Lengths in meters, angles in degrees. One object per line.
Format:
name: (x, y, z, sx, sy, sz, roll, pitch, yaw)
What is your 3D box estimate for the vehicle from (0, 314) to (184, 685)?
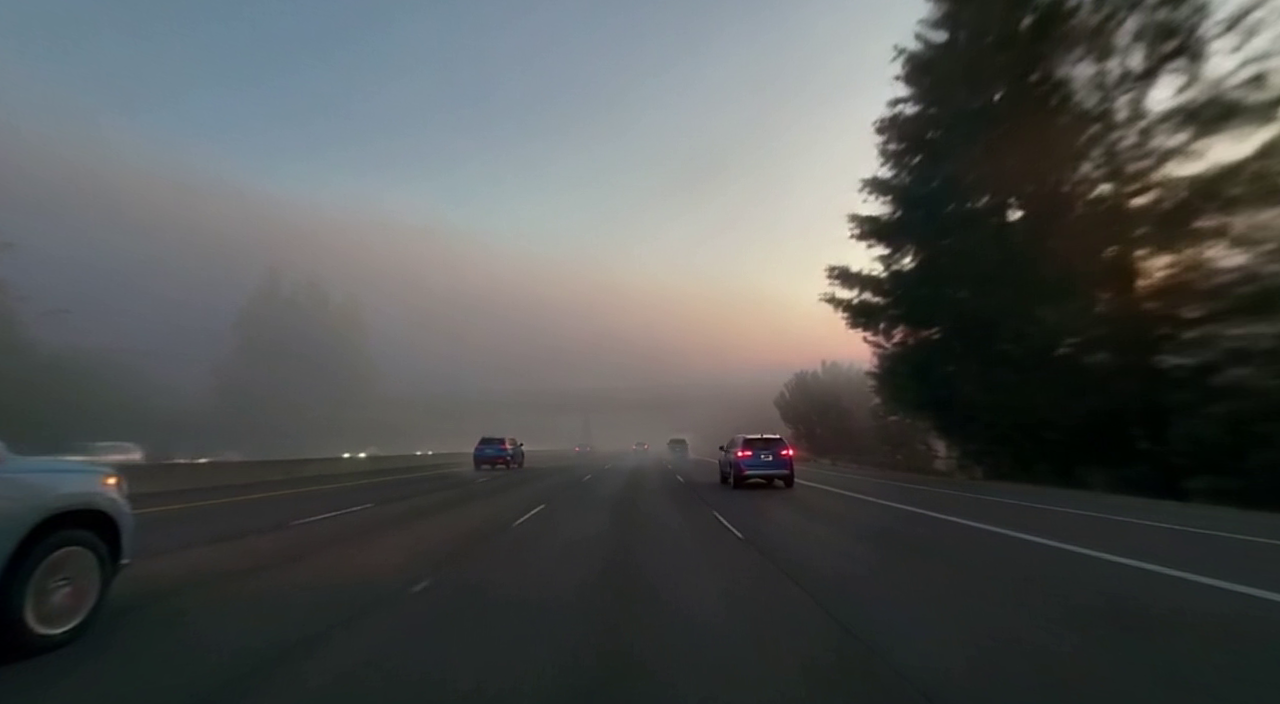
vehicle: (-4.277, 0.583, 2.055, 2.018, 1.872, 4.728, 0, -8, 0)

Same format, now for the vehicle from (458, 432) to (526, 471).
vehicle: (-7.477, 5.108, 32.467, 2.193, 1.818, 4.995, 0, -8, 1)

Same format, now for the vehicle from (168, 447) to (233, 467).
vehicle: (-32.915, 7.865, 47.410, 1.845, 1.413, 4.179, 0, -8, 0)

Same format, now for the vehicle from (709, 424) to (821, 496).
vehicle: (3.356, 3.016, 17.945, 2.185, 1.749, 4.477, 0, -8, -1)
